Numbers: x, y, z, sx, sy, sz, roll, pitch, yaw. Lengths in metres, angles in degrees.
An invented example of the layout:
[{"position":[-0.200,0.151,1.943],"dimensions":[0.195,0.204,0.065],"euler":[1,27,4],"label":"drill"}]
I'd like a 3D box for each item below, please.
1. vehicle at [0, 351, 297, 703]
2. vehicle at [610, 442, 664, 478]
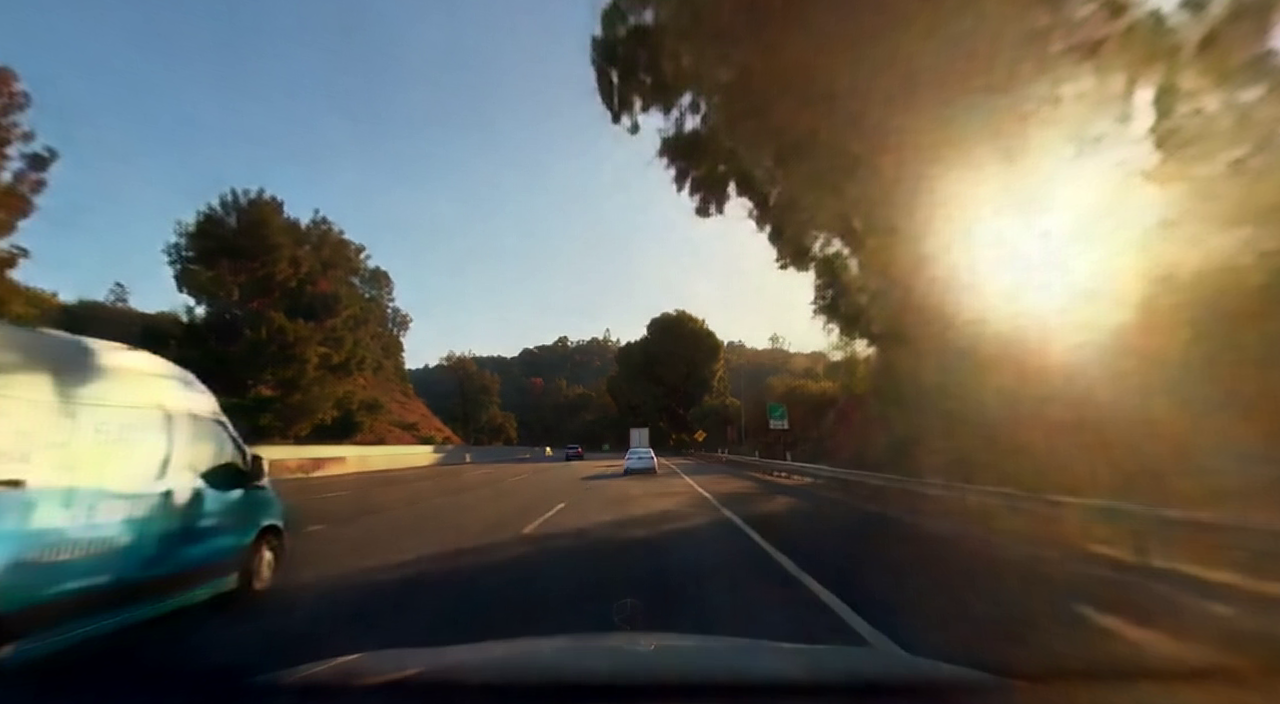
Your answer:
[{"position":[-4.475,0.972,3.567],"dimensions":[2.174,1.862,5.012],"euler":[0,-9,1],"label":"vehicle"},{"position":[-0.096,4.789,28.143],"dimensions":[2.238,1.479,3.672],"euler":[0,-9,1],"label":"vehicle"}]
